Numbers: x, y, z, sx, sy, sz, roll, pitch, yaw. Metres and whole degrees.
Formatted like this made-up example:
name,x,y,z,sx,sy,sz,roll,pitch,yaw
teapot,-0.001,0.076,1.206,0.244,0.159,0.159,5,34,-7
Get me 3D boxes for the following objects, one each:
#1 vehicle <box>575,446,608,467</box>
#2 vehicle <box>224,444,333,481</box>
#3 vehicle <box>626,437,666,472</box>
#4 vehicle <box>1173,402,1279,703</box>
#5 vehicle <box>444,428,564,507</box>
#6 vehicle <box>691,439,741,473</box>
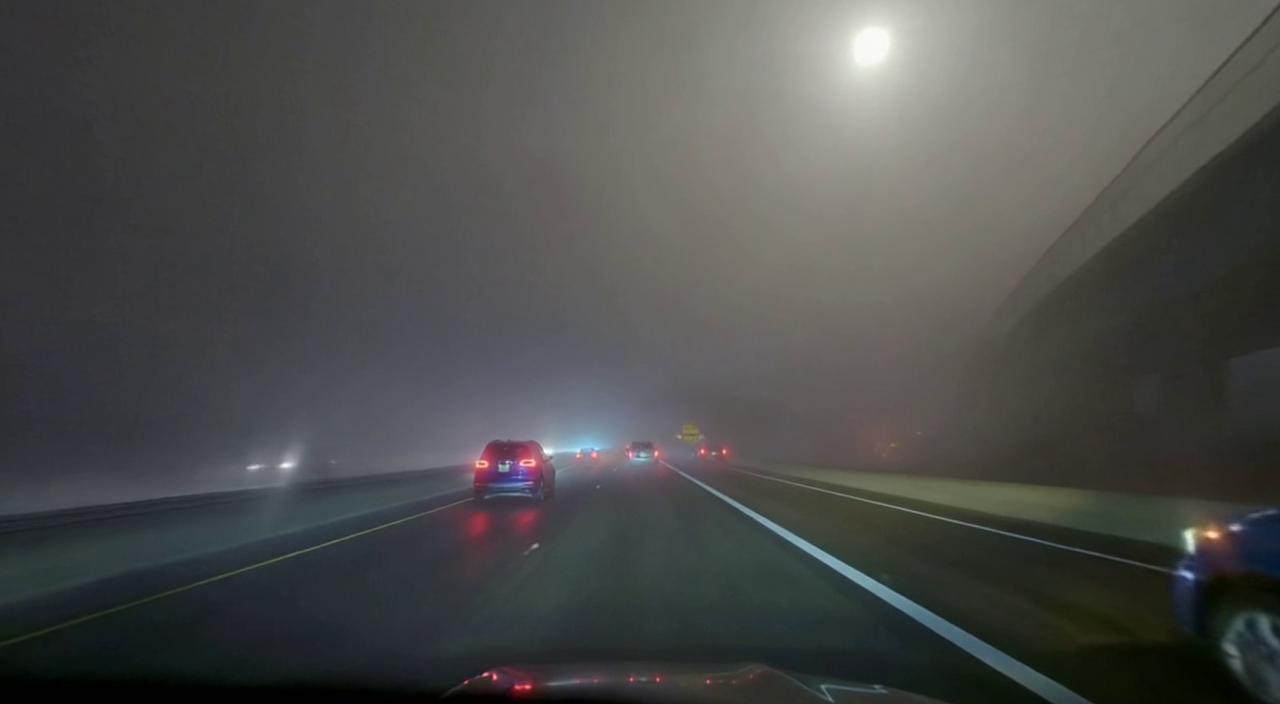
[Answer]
name,x,y,z,sx,sy,sz,roll,pitch,yaw
vehicle,-3.496,7.624,46.036,1.994,1.475,4.171,0,-9,0
vehicle,-19.090,5.831,33.679,2.259,1.785,5.582,0,-9,3
vehicle,0.312,5.948,36.808,2.155,1.909,4.529,0,-9,0
vehicle,4.123,0.827,1.734,1.959,1.554,3.795,0,-9,1
vehicle,-3.321,2.928,16.442,2.089,1.751,4.515,0,-9,0
vehicle,4.301,5.996,36.515,2.231,1.807,4.588,0,-9,-1
